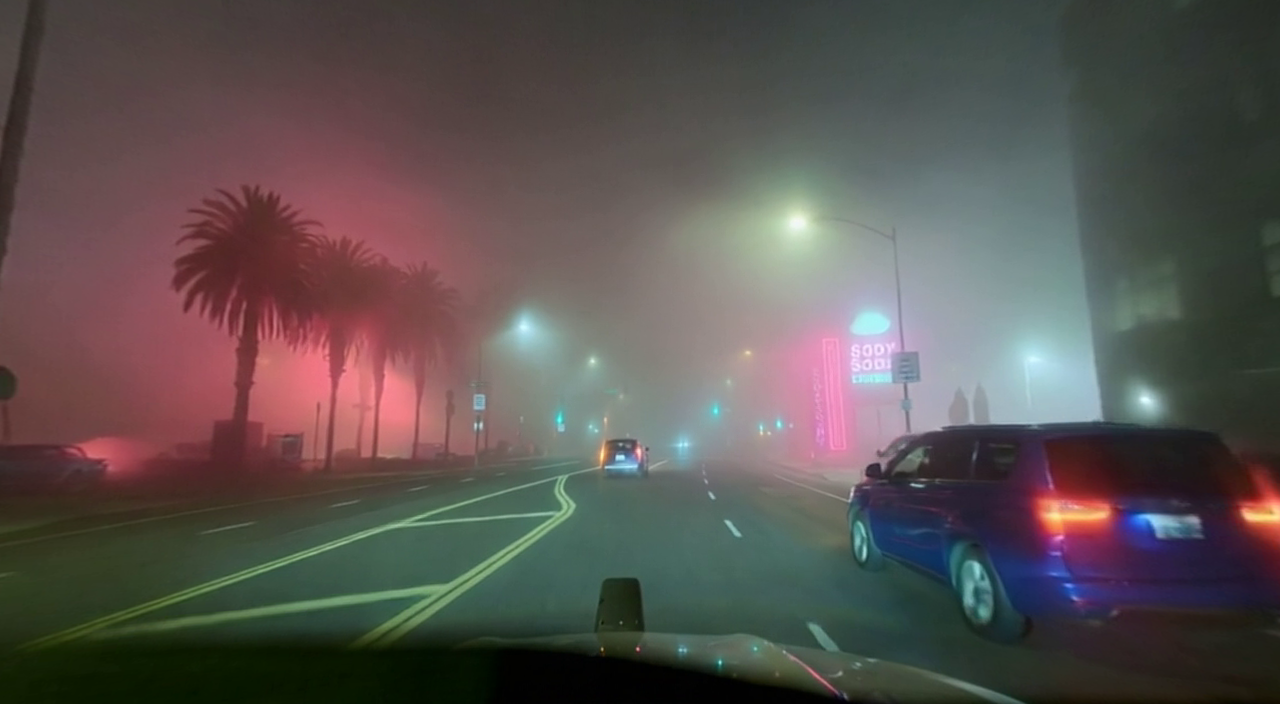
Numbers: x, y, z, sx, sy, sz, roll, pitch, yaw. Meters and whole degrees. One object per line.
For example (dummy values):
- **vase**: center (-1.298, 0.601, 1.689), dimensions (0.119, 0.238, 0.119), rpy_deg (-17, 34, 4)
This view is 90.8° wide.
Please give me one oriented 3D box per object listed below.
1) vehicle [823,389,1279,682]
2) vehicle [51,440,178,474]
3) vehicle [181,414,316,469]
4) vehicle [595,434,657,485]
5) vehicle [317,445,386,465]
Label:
- **vehicle**: center (3.315, 1.366, 5.841), dimensions (1.983, 1.654, 4.354), rpy_deg (0, -9, 1)
- **vehicle**: center (-29.200, 5.815, 35.326), dimensions (1.863, 1.733, 4.974), rpy_deg (-5, -10, 27)
- **vehicle**: center (-20.873, 4.867, 34.093), dimensions (2.198, 2.684, 5.751), rpy_deg (-4, -10, 25)
- **vehicle**: center (-0.463, 3.903, 23.251), dimensions (2.063, 1.664, 4.471), rpy_deg (0, -9, 0)
- **vehicle**: center (-22.190, 7.948, 48.847), dimensions (1.800, 1.462, 4.752), rpy_deg (-4, -9, 25)
